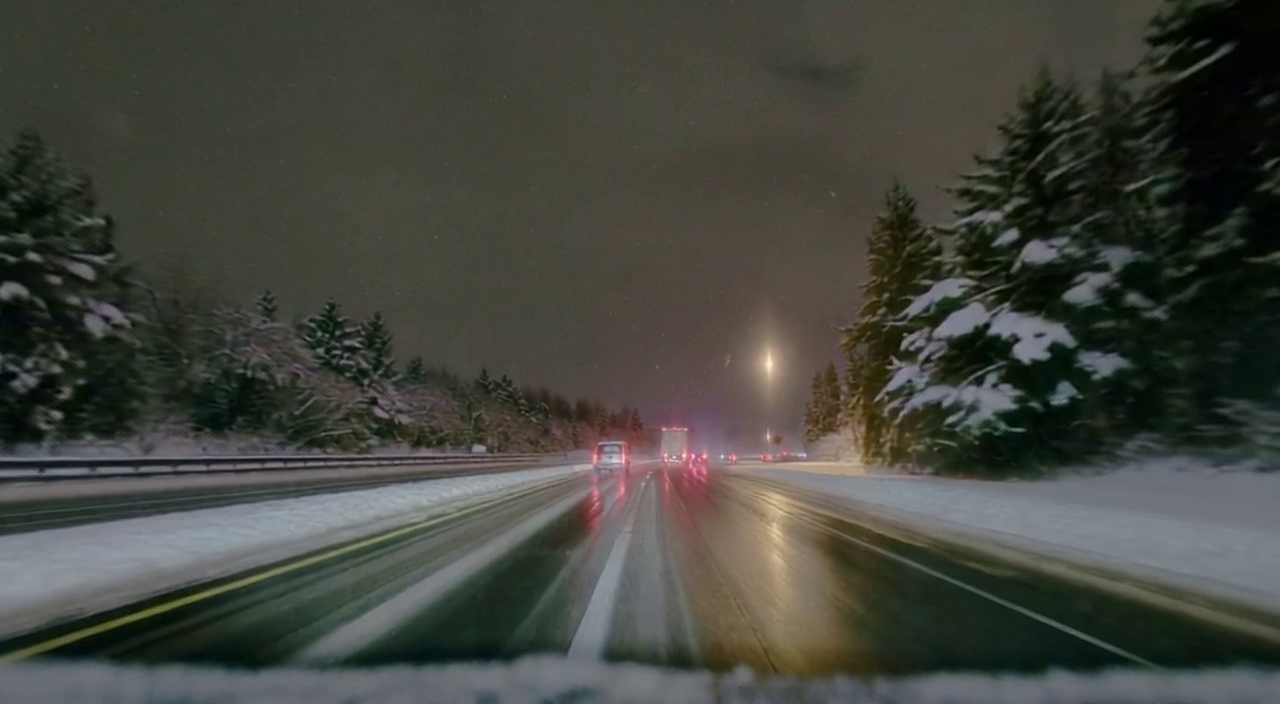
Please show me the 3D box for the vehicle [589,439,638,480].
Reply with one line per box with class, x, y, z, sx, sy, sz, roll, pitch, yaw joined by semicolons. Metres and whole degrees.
vehicle;-1.370;5.857;34.443;2.271;2.049;4.894;-1;-9;3
